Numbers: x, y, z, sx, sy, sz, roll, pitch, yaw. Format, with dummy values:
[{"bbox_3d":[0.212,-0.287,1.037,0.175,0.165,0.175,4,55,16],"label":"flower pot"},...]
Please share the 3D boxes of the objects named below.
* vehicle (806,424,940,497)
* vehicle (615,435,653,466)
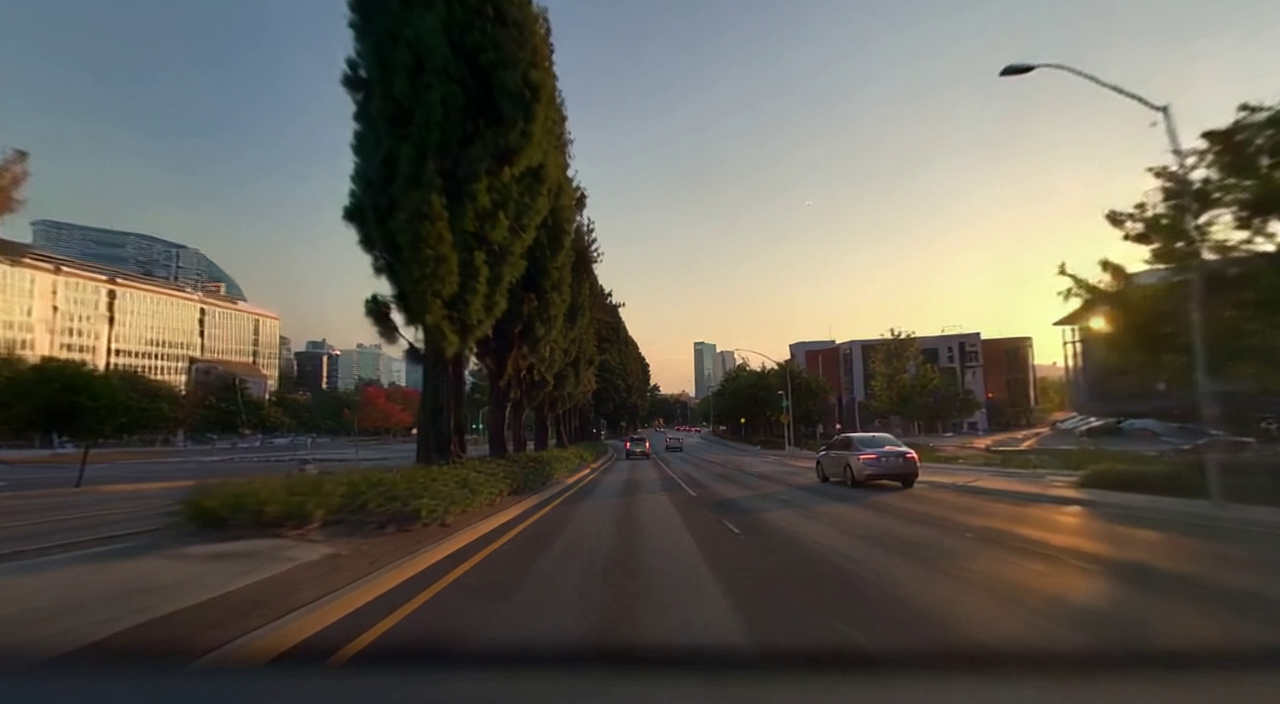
[{"bbox_3d":[6.501,3.087,18.285,2.026,1.804,4.565,0,-8,-1],"label":"vehicle"},{"bbox_3d":[-0.321,6.026,38.779,2.193,1.794,4.457,0,-8,0],"label":"vehicle"}]
